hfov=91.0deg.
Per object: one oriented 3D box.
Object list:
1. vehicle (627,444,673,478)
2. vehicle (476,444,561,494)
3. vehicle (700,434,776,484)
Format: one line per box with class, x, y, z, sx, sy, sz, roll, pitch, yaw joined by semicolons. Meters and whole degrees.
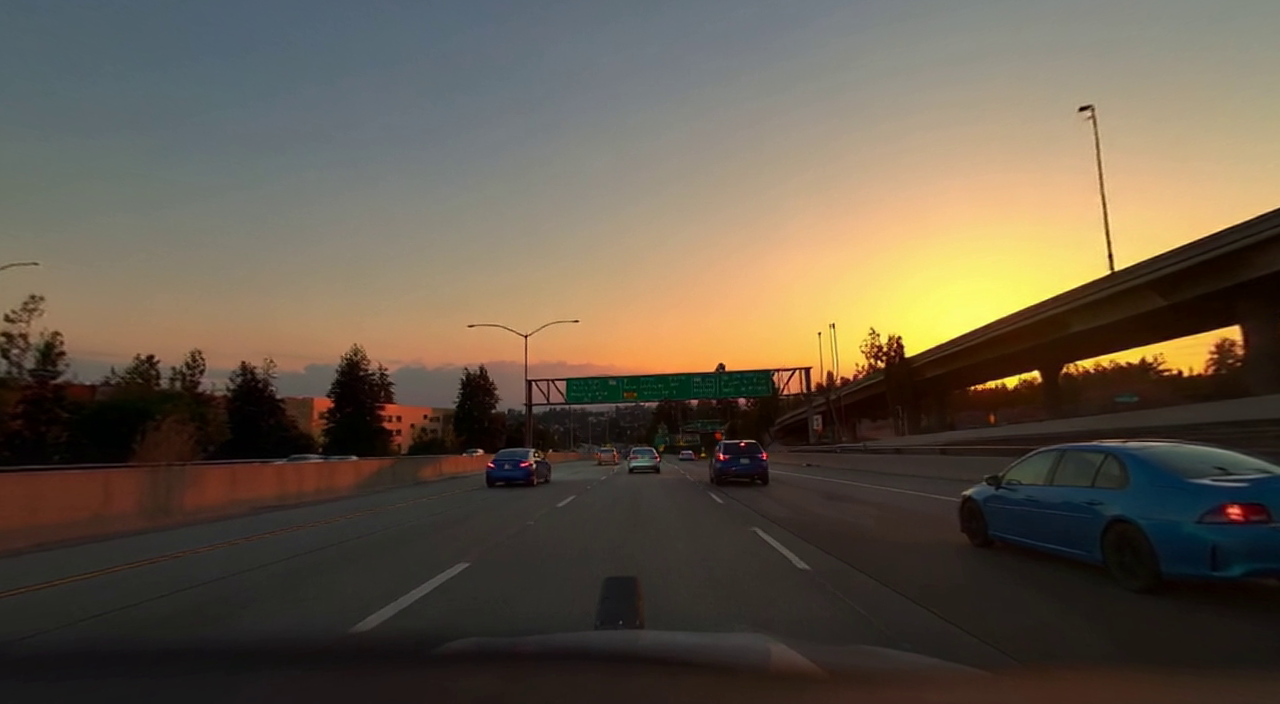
vehicle;0.460;5.193;30.314;2.089;1.493;3.964;0;-9;0
vehicle;-3.996;3.916;21.483;2.031;1.491;4.145;0;-9;1
vehicle;3.649;4.086;24.257;2.202;1.748;4.158;0;-9;-1
